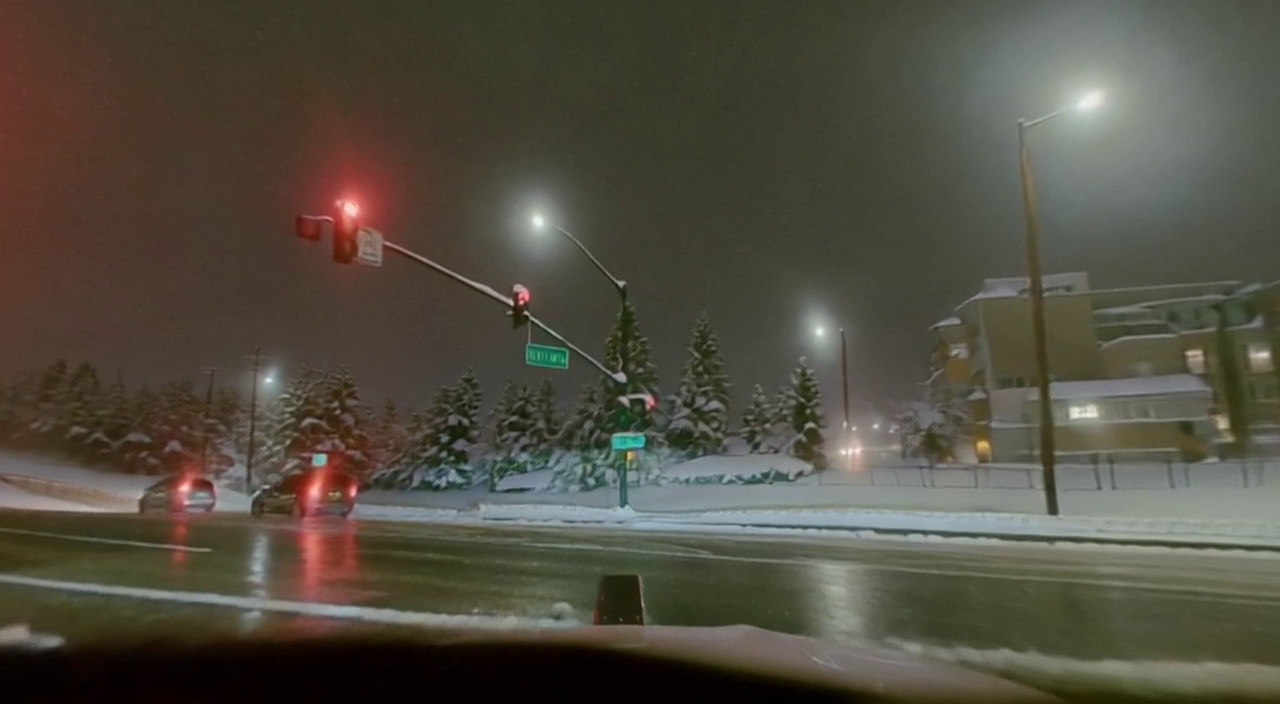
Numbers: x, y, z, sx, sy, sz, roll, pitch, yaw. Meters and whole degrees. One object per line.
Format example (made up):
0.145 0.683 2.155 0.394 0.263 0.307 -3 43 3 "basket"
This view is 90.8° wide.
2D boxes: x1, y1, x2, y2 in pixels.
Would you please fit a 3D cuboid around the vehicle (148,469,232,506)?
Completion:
-22.777 6.811 31.954 3.852 1.605 2.007 -6 -10 32 "vehicle"

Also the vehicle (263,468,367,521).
-11.392 4.891 22.045 2.048 1.516 3.874 8 -12 -44 "vehicle"
